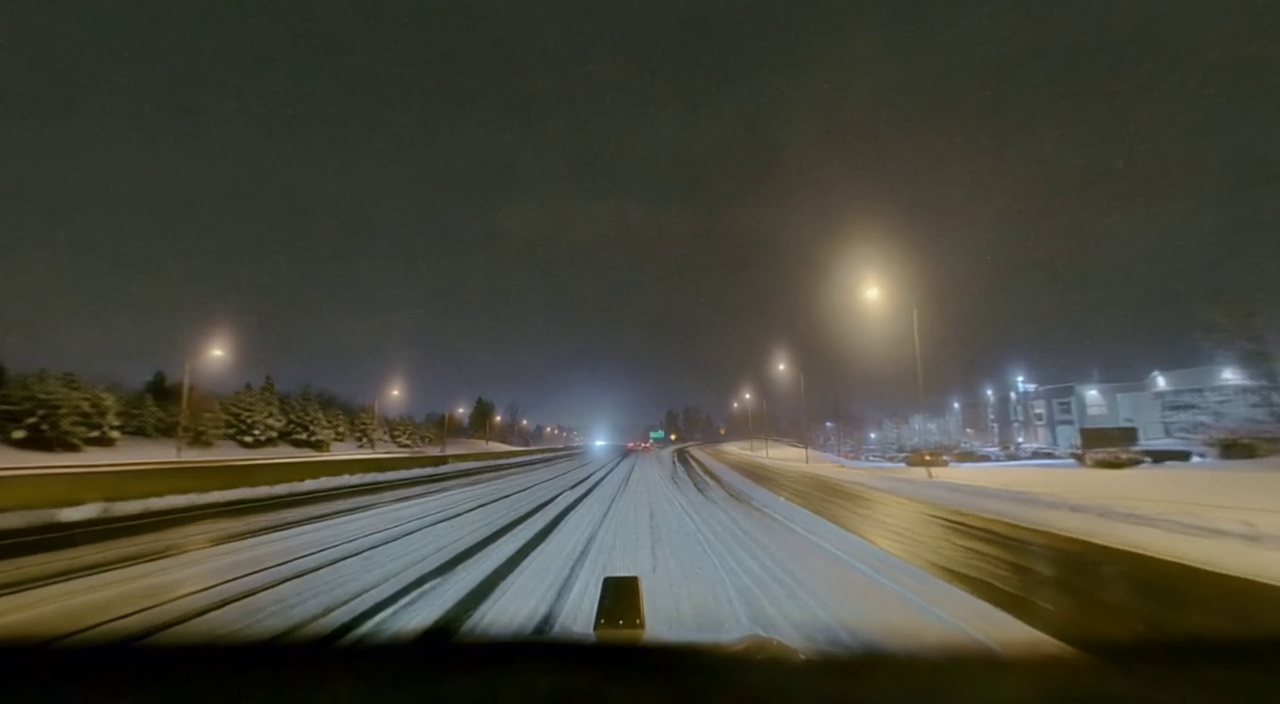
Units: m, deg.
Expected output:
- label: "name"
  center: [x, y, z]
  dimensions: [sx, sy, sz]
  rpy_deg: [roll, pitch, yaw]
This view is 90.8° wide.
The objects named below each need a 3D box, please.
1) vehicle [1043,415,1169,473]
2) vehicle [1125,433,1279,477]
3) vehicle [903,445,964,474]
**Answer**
- label: "vehicle"
  center: [32.271, 6.435, 44.236]
  dimensions: [2.959, 3.700, 7.391]
  rpy_deg: [1, -8, -1]
- label: "vehicle"
  center: [32.373, 5.907, 36.732]
  dimensions: [2.715, 2.214, 6.889]
  rpy_deg: [-1, -8, -1]
- label: "vehicle"
  center: [22.448, 8.214, 48.608]
  dimensions: [2.013, 1.958, 5.318]
  rpy_deg: [-1, -8, -1]
